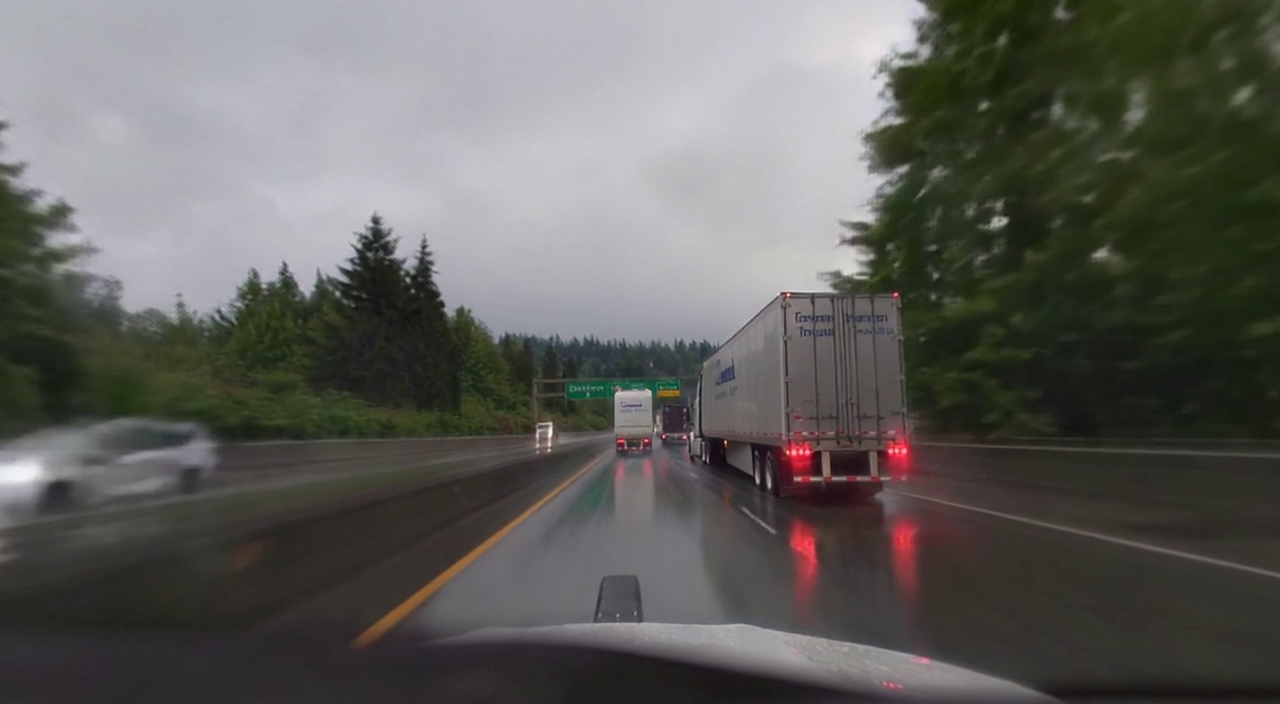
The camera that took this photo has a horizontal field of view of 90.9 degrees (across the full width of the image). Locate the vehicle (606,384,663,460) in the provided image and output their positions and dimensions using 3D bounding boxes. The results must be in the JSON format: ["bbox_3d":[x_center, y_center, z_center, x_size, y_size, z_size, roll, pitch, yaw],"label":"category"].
[{"bbox_3d":[-0.371,4.276,37.522,2.958,3.917,10.196,0,-8,-1],"label":"vehicle"}]

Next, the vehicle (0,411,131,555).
[{"bbox_3d":[-8.698,1.532,7.217,1.997,1.712,4.498,0,-8,-1],"label":"vehicle"}]

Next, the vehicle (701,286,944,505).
[{"bbox_3d":[4.121,1.752,19.135,2.856,4.145,14.500,0,-8,-1],"label":"vehicle"}]
